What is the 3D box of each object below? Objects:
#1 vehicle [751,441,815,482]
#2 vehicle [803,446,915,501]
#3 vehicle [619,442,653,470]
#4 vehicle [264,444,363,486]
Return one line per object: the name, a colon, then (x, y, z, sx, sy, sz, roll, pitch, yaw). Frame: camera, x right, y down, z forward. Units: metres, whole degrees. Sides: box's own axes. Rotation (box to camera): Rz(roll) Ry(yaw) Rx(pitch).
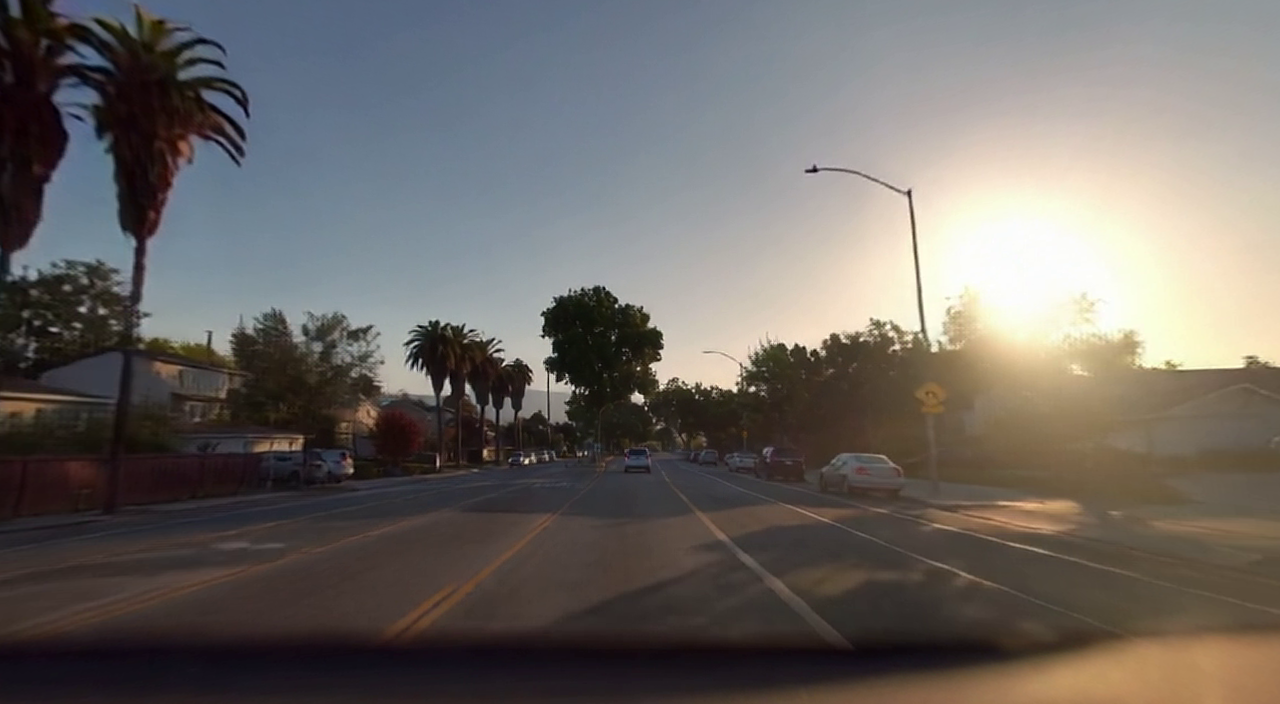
vehicle: (6.861, 5.287, 30.952, 2.035, 1.822, 5.449, 0, -8, 2)
vehicle: (6.756, 3.757, 20.103, 1.947, 1.505, 4.759, 0, -8, 1)
vehicle: (-0.310, 7.237, 44.275, 2.248, 1.833, 4.798, 0, -8, -1)
vehicle: (-16.931, 5.830, 33.130, 2.185, 1.993, 5.054, -1, -8, 4)
